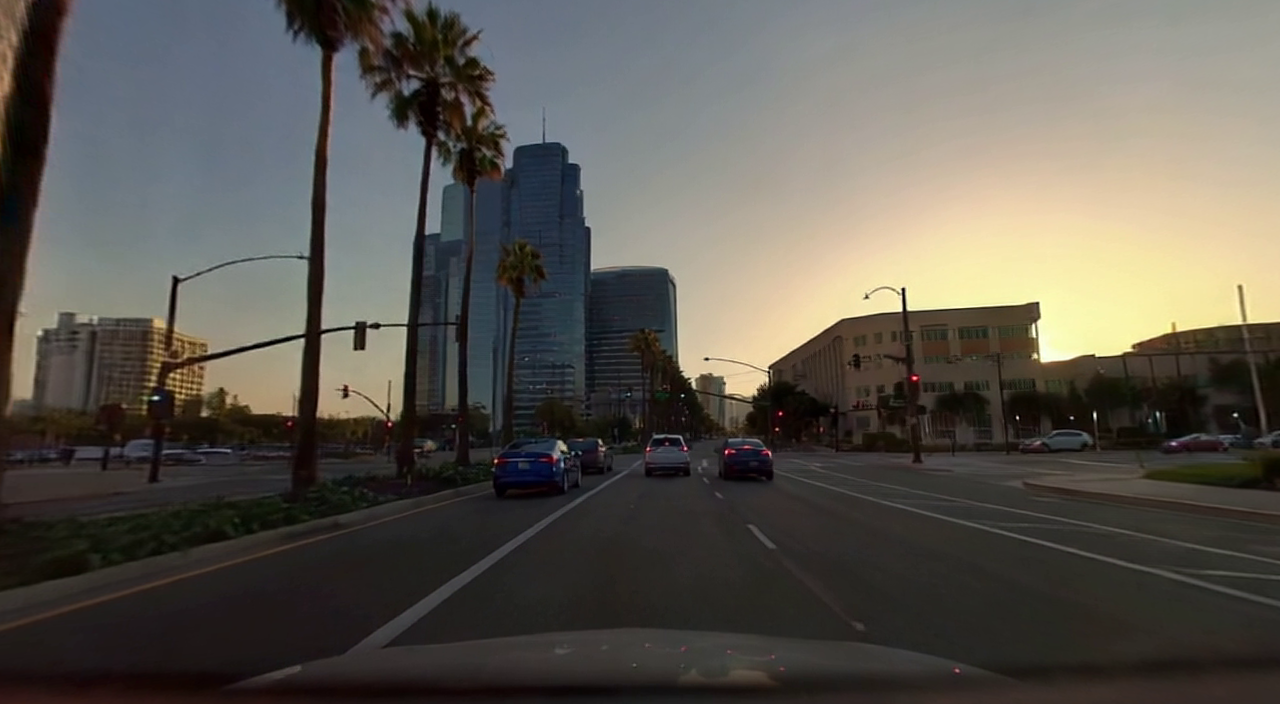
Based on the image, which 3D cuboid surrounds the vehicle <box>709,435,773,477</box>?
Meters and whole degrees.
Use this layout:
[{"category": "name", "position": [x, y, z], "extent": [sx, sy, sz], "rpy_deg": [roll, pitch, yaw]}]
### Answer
[{"category": "vehicle", "position": [4.016, 4.219, 25.806], "extent": [1.936, 1.567, 3.896], "rpy_deg": [0, -9, 0]}]

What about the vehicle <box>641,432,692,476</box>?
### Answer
[{"category": "vehicle", "position": [1.146, 4.408, 27.515], "extent": [2.060, 1.730, 4.257], "rpy_deg": [-1, -9, 2]}]

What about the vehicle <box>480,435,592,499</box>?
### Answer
[{"category": "vehicle", "position": [-2.631, 3.061, 17.204], "extent": [1.962, 1.480, 4.605], "rpy_deg": [-1, -9, 4]}]
